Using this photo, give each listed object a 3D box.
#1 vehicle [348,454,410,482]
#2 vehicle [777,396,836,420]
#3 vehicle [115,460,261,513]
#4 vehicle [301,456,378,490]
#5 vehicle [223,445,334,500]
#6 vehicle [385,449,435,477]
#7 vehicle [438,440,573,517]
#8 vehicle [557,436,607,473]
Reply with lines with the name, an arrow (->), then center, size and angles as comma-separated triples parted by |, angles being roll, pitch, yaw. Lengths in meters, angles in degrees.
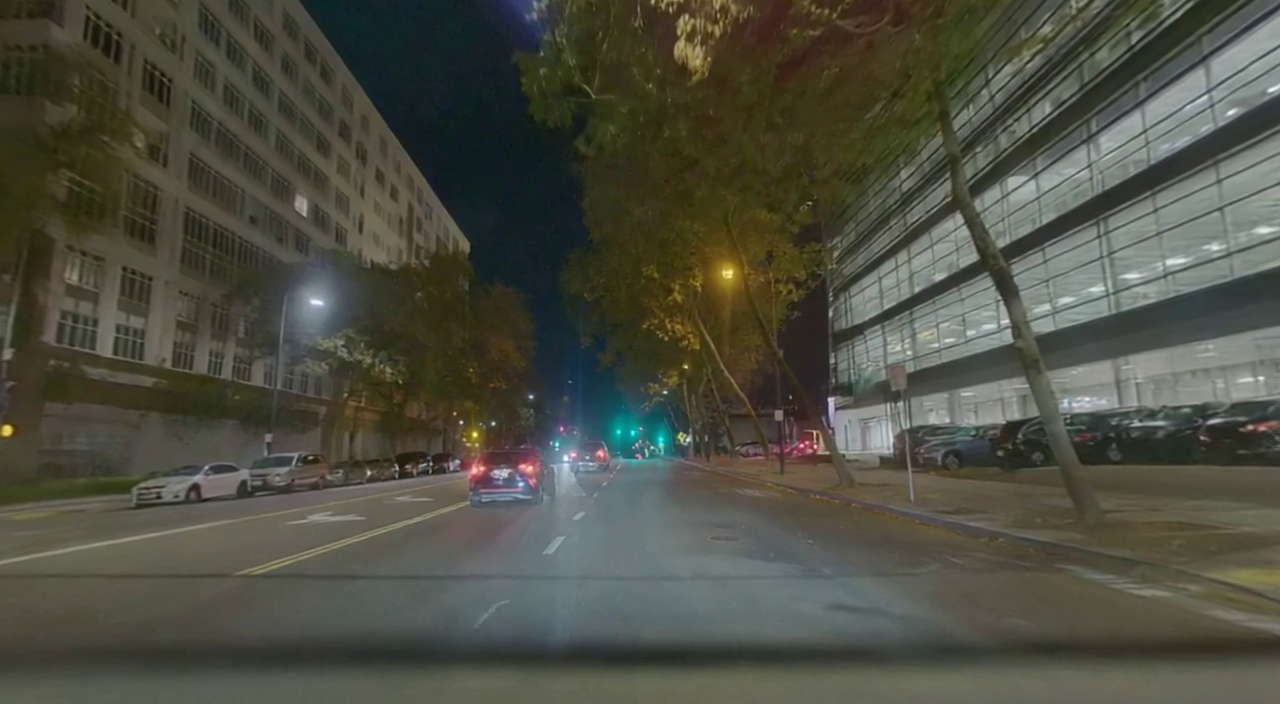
vehicle -> -15.659, 6.987, 38.186 | 1.871, 1.485, 4.573 | 0, -8, -1
vehicle -> 12.069, 4.072, 45.941 | 3.827, 1.556, 1.730 | -1, -8, 0
vehicle -> -15.588, 4.614, 22.167 | 1.775, 1.461, 4.433 | -4, -9, 2
vehicle -> -15.504, 6.219, 32.858 | 1.942, 1.431, 4.553 | -5, -9, -3
vehicle -> -15.489, 5.152, 27.458 | 2.129, 1.967, 4.907 | -4, -9, -3
vehicle -> -15.892, 7.673, 43.852 | 1.897, 1.805, 4.538 | 0, -8, -2
vehicle -> -2.790, 2.722, 14.153 | 2.051, 1.454, 4.132 | 0, -8, 1
vehicle -> -3.021, 5.475, 33.934 | 2.190, 1.840, 4.720 | 0, -8, 1
